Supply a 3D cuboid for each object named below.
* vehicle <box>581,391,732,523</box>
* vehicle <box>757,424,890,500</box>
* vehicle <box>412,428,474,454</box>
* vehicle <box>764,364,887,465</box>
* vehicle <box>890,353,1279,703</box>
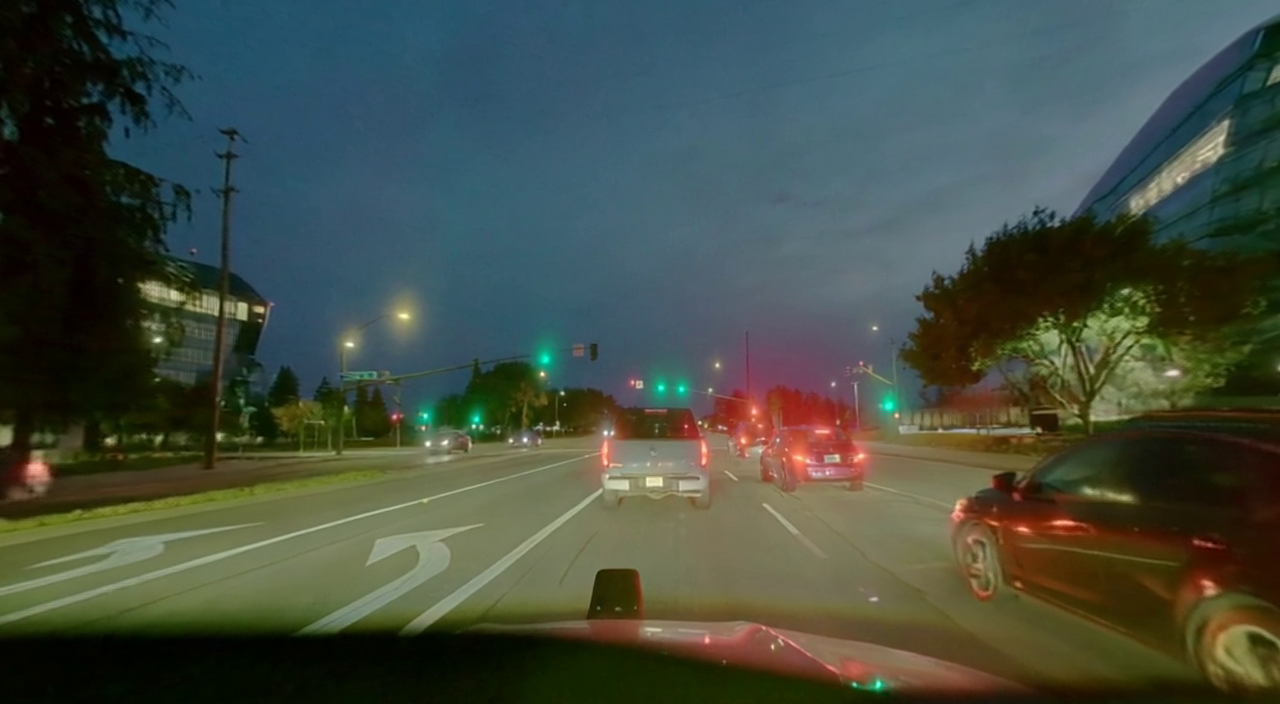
[{"bbox_3d":[0.400,1.858,11.458,2.188,1.892,4.488,-1,-9,4],"label":"vehicle"},{"bbox_3d":[3.931,2.446,14.257,1.862,1.451,4.083,0,-9,1],"label":"vehicle"},{"bbox_3d":[-14.018,6.392,44.995,2.018,1.715,4.451,-3,-9,17],"label":"vehicle"},{"bbox_3d":[8.104,3.097,29.082,2.965,3.900,9.064,0,-9,1],"label":"vehicle"},{"bbox_3d":[3.259,1.013,3.646,2.109,1.500,4.585,-1,-9,5],"label":"vehicle"}]
